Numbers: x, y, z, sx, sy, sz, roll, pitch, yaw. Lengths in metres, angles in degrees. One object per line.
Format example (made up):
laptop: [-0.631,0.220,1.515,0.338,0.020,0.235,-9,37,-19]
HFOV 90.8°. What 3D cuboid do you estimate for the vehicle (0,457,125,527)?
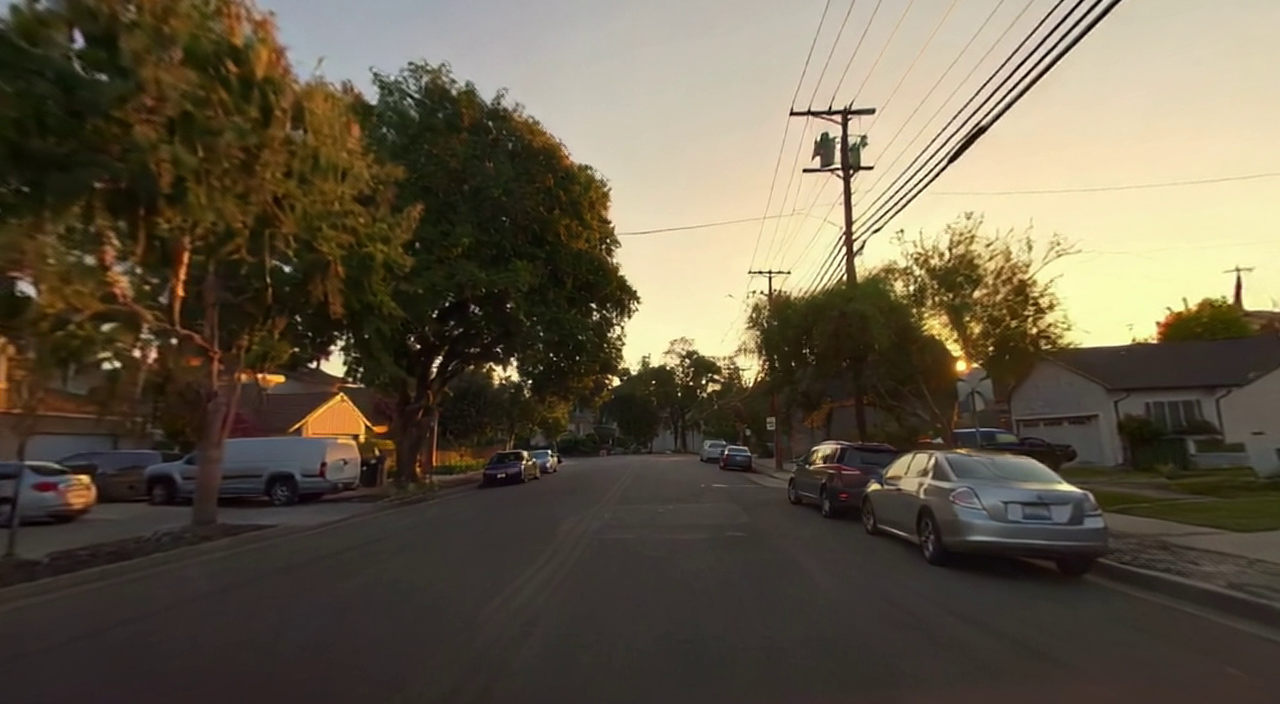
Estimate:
vehicle: [-14.490,3.060,14.049,4.481,1.420,1.712,0,-8,-1]

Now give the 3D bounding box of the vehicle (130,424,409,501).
vehicle: [-10.306,3.101,18.012,6.488,2.009,2.354,0,-8,3]

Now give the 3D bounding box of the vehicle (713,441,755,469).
vehicle: [5.081,5.600,34.637,1.743,1.440,3.732,0,-8,1]

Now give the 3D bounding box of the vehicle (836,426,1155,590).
vehicle: [3.810,1.689,7.679,1.845,1.453,3.792,0,-8,4]

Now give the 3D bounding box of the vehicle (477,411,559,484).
vehicle: [-5.284,4.274,28.356,2.199,2.902,5.848,0,-8,3]
